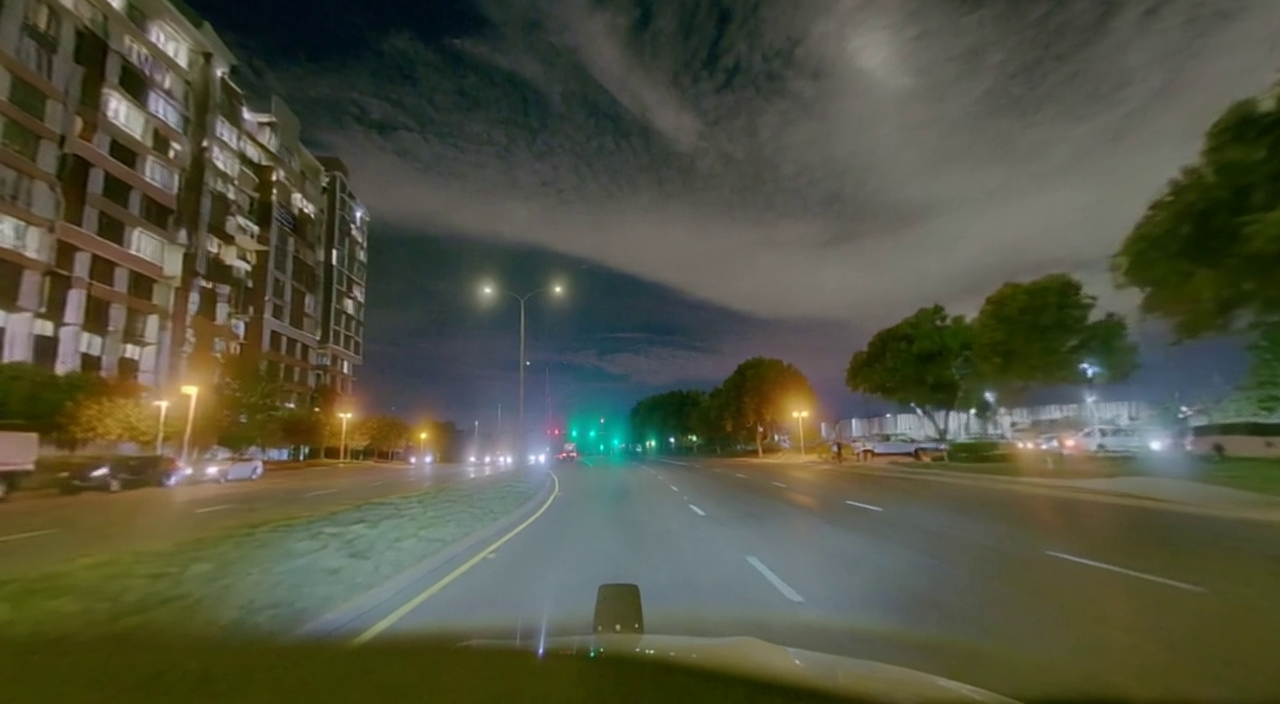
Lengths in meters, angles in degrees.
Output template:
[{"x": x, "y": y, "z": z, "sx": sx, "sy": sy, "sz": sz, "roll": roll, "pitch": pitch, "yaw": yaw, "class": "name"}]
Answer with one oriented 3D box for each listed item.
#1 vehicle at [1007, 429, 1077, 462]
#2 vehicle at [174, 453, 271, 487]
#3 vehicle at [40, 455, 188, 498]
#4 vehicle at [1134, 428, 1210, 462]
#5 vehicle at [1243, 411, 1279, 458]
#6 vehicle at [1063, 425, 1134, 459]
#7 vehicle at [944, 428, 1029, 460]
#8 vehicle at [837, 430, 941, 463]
[{"x": 21.735, "y": 5.042, "z": 34.057, "sx": 2.218, "sy": 1.617, "sz": 4.783, "roll": -8, "pitch": -11, "yaw": 43, "class": "vehicle"}, {"x": -21.553, "y": 6.071, "z": 32.882, "sx": 2.155, "sy": 1.542, "sz": 4.584, "roll": 1, "pitch": -9, "yaw": -5, "class": "vehicle"}, {"x": -20.845, "y": 4.933, "z": 25.402, "sx": 1.924, "sy": 1.476, "sz": 4.957, "roll": 0, "pitch": -9, "yaw": -4, "class": "vehicle"}, {"x": 26.232, "y": 4.566, "z": 31.104, "sx": 4.202, "sy": 1.577, "sz": 2.080, "roll": 7, "pitch": -11, "yaw": -40, "class": "vehicle"}, {"x": 36.767, "y": 4.808, "z": 36.462, "sx": 5.151, "sy": 2.514, "sz": 2.332, "roll": 10, "pitch": -13, "yaw": -43, "class": "vehicle"}, {"x": 23.669, "y": 4.652, "z": 32.525, "sx": 2.219, "sy": 1.587, "sz": 5.047, "roll": -8, "pitch": -12, "yaw": 42, "class": "vehicle"}, {"x": 21.451, "y": 5.739, "z": 39.363, "sx": 4.218, "sy": 1.780, "sz": 2.331, "roll": -1, "pitch": -10, "yaw": 18, "class": "vehicle"}, {"x": 15.857, "y": 6.102, "z": 40.694, "sx": 5.829, "sy": 1.995, "sz": 2.659, "roll": -2, "pitch": -9, "yaw": 14, "class": "vehicle"}]
